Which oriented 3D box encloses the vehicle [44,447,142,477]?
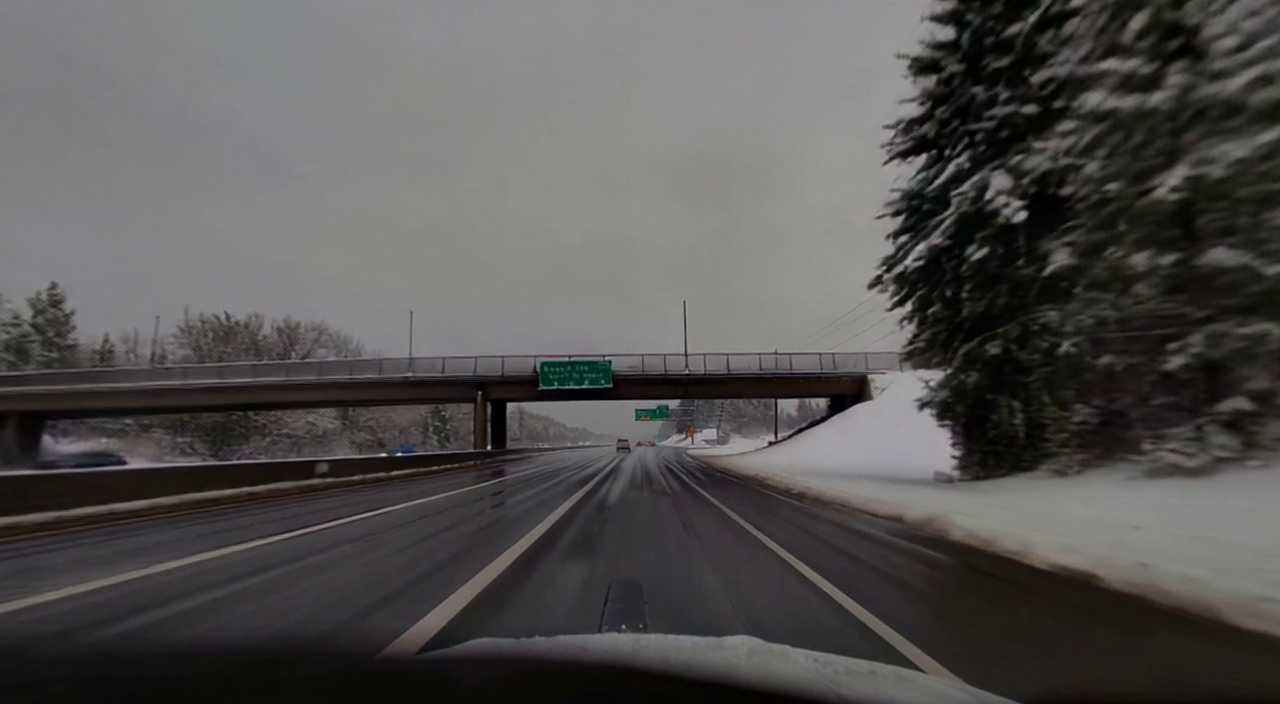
[{"bbox_3d":[-35.406,7.104,41.008,2.007,1.769,4.826,0,-8,0],"label":"vehicle"}]
